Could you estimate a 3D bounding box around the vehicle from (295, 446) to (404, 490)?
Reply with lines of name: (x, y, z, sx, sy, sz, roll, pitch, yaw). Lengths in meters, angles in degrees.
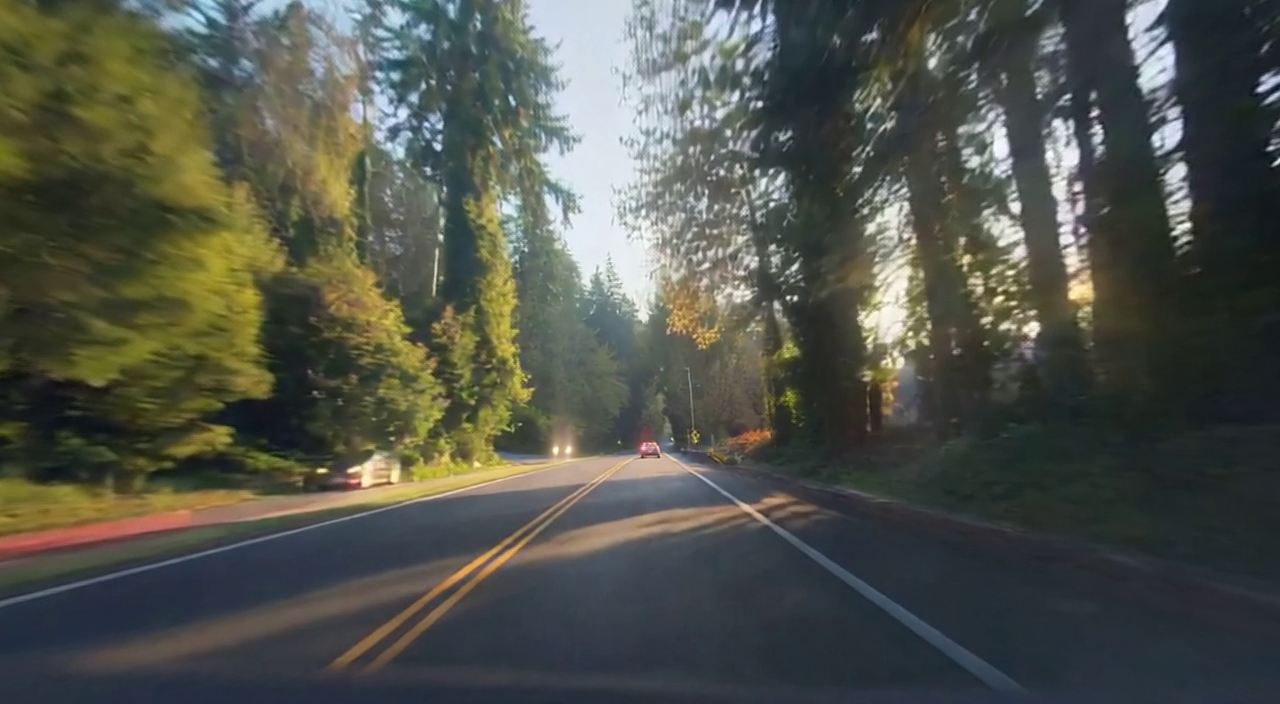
vehicle: (-10.665, 4.263, 23.568, 1.962, 1.458, 4.322, 0, -8, 1)
